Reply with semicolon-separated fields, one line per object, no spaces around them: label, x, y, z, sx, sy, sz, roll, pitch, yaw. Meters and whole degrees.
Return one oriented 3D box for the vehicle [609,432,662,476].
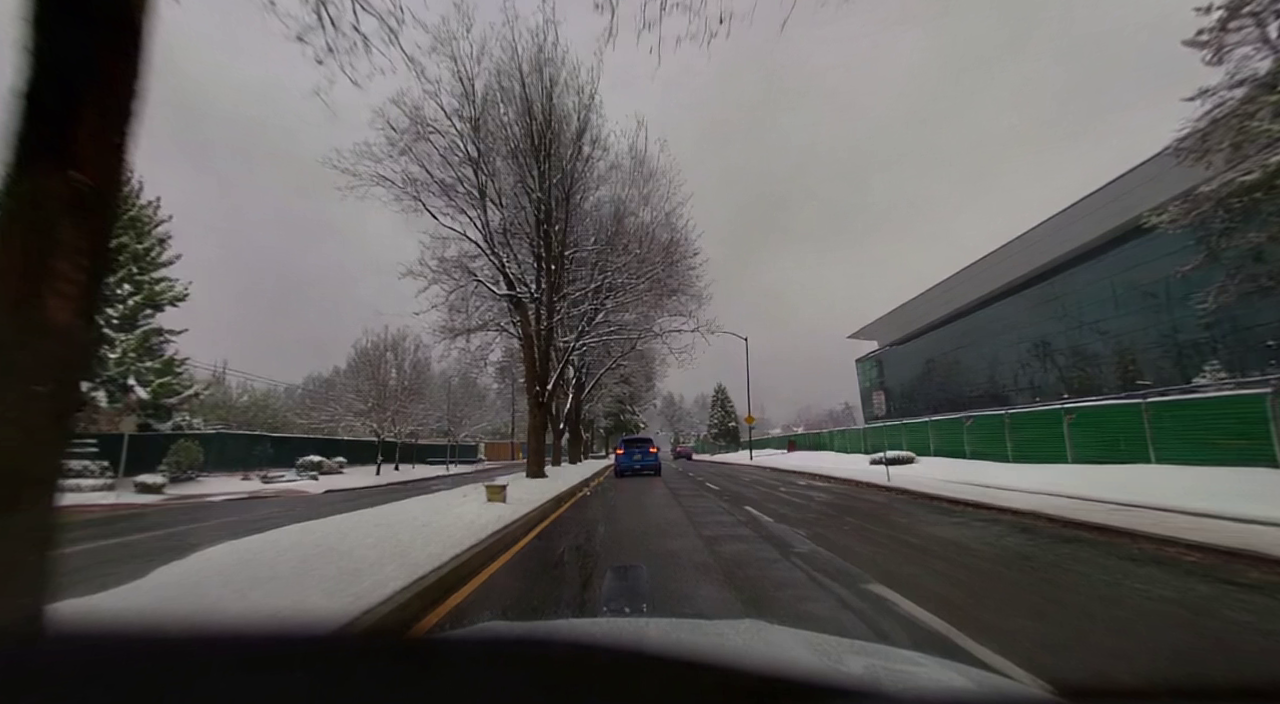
vehicle;-0.215;4.942;30.679;2.386;1.947;4.168;0;-9;-1
